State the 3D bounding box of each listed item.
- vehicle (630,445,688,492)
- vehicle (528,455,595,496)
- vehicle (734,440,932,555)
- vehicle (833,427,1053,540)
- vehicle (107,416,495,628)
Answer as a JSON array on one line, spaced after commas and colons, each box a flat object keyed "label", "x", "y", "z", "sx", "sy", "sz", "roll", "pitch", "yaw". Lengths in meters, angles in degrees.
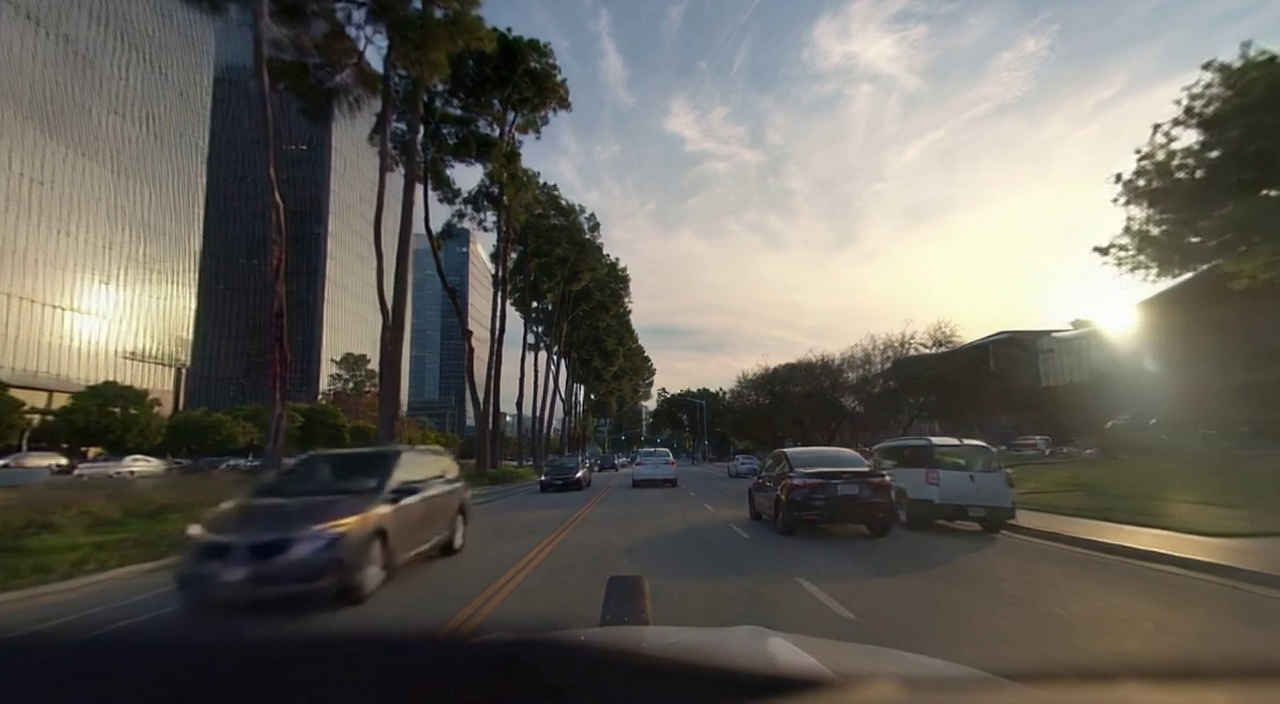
[{"label": "vehicle", "x": 0.715, "y": 4.533, "z": 24.785, "sx": 2.105, "sy": 1.653, "sz": 3.887, "roll": -1, "pitch": -9, "yaw": 1}, {"label": "vehicle", "x": -2.915, "y": 4.686, "z": 24.279, "sx": 1.997, "sy": 1.415, "sz": 4.195, "roll": -1, "pitch": -9, "yaw": 1}, {"label": "vehicle", "x": 2.951, "y": 2.322, "z": 10.722, "sx": 1.991, "sy": 1.536, "sz": 4.116, "roll": 0, "pitch": -9, "yaw": -1}, {"label": "vehicle", "x": 5.685, "y": 2.524, "z": 12.698, "sx": 2.059, "sy": 1.813, "sz": 4.637, "roll": 0, "pitch": -9, "yaw": 0}, {"label": "vehicle", "x": -3.310, "y": 1.755, "z": 7.417, "sx": 2.124, "sy": 1.731, "sz": 4.227, "roll": -1, "pitch": -9, "yaw": 1}]
